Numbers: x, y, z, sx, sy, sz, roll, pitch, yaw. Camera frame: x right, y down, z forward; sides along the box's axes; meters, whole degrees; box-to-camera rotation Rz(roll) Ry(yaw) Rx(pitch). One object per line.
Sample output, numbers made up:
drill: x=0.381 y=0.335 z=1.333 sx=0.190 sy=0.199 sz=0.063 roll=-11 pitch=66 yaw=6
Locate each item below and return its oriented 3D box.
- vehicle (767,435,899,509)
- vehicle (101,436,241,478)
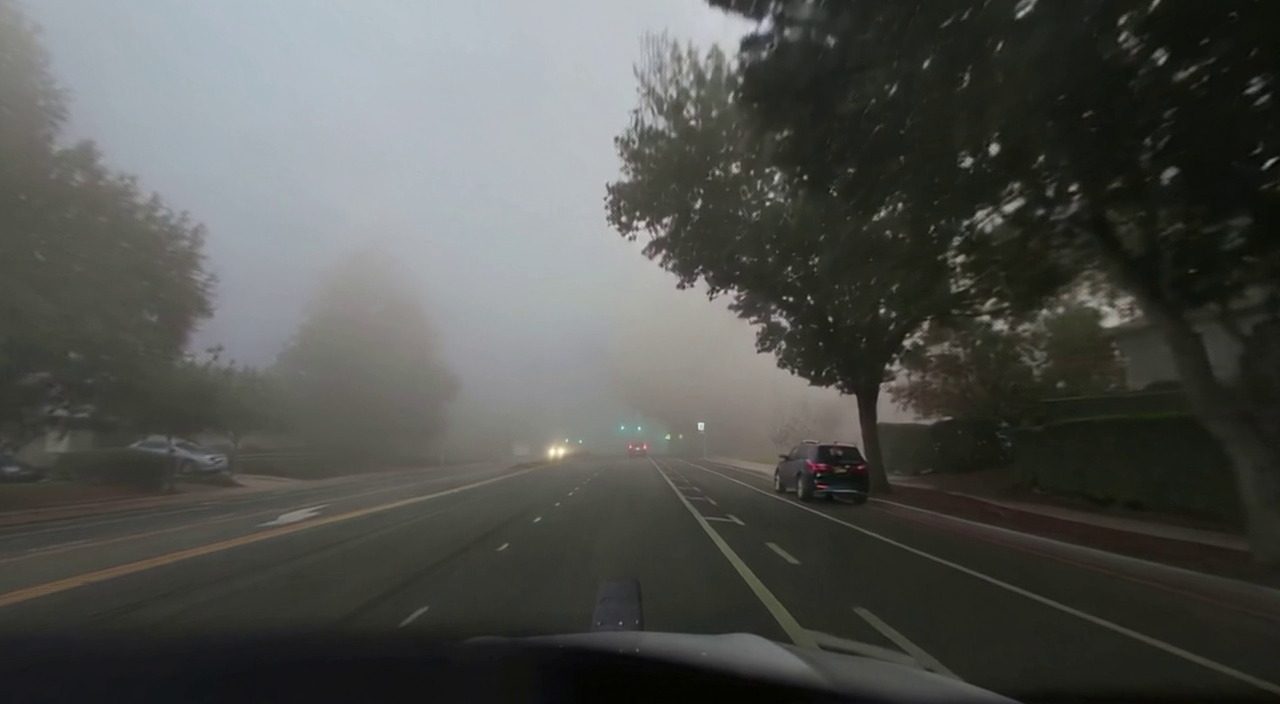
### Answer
vehicle: x=4.837 y=3.058 z=16.650 sx=1.967 sy=1.631 sz=4.692 roll=0 pitch=-8 yaw=0
vehicle: x=-21.243 y=4.766 z=28.787 sx=4.666 sy=1.677 sz=1.978 roll=3 pitch=-9 yaw=-2
